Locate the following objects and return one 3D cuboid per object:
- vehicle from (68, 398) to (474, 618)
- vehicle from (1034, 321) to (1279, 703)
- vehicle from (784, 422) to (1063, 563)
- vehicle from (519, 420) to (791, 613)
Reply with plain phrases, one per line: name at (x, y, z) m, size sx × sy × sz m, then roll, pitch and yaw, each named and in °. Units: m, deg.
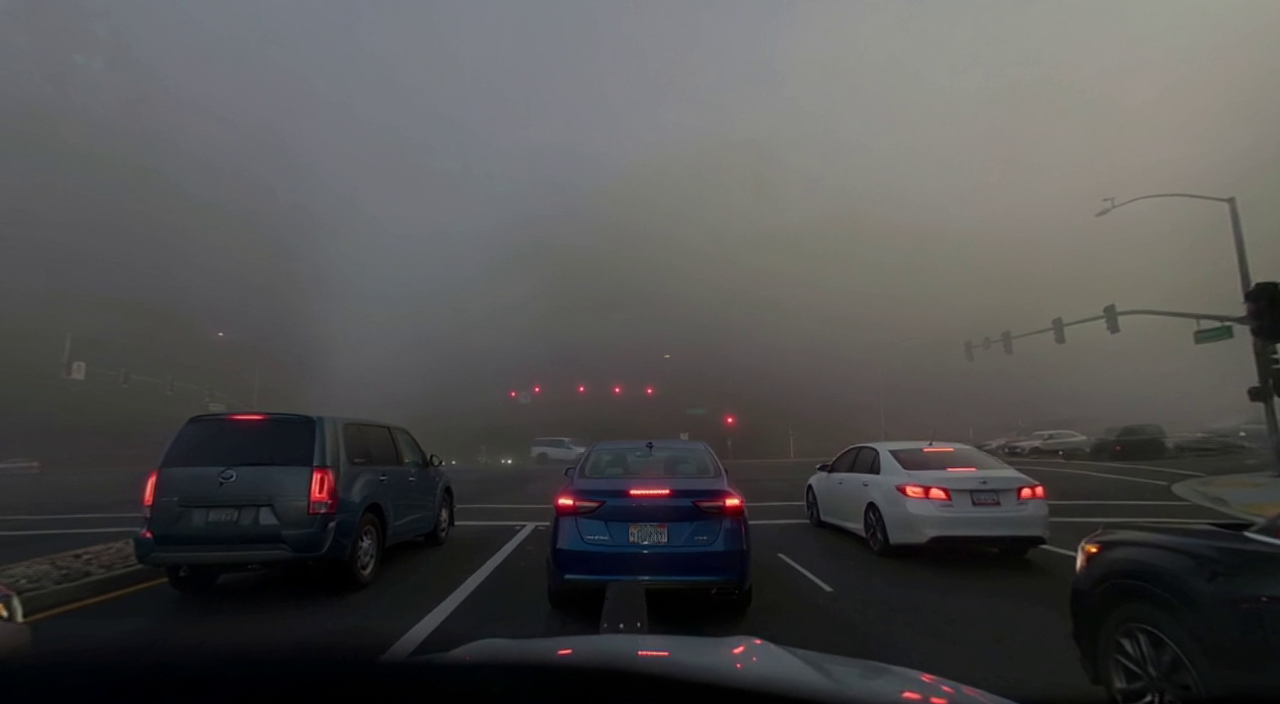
vehicle at (-3.416, 1.525, 7.070) m, size 1.958 × 1.693 × 4.242 m, roll 0°, pitch -9°, yaw 0°
vehicle at (3.235, 0.608, 1.173) m, size 2.178 × 1.691 × 4.314 m, roll 0°, pitch -9°, yaw 0°
vehicle at (3.532, 1.838, 8.990) m, size 1.874 × 1.487 × 4.404 m, roll 0°, pitch -9°, yaw -1°
vehicle at (0.062, 1.589, 7.022) m, size 2.114 × 1.482 × 4.056 m, roll 0°, pitch -9°, yaw -2°
